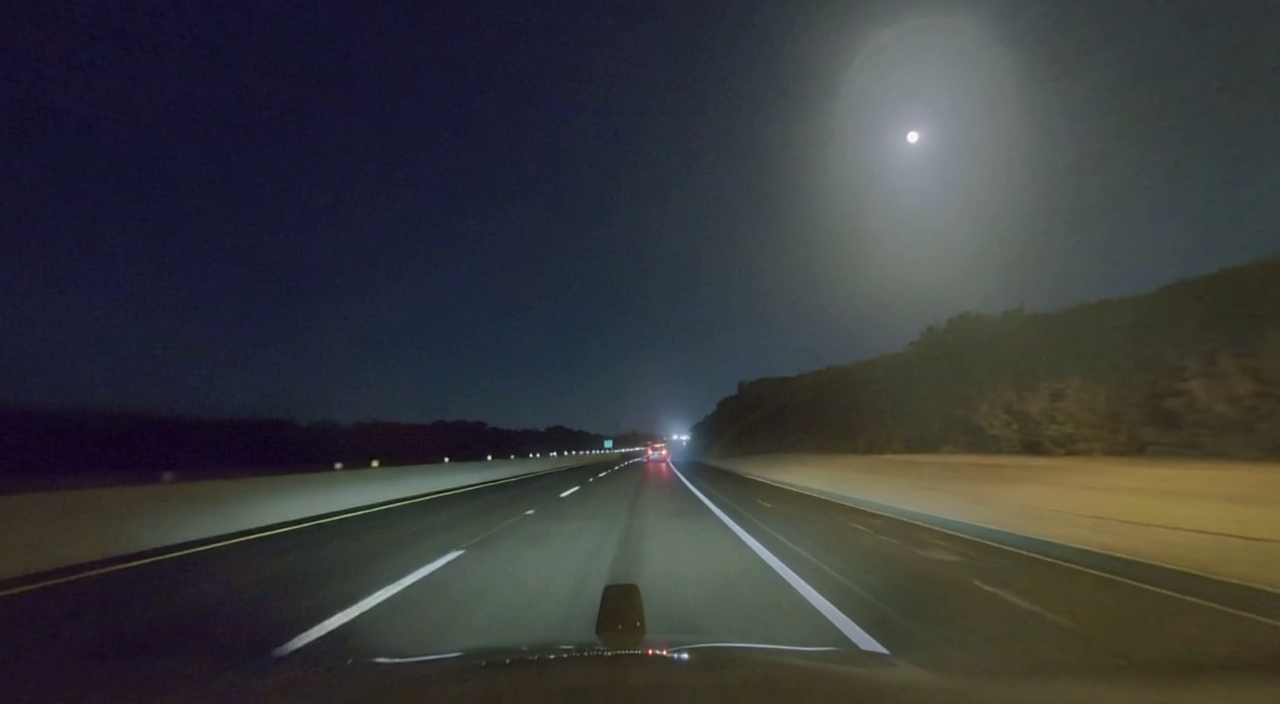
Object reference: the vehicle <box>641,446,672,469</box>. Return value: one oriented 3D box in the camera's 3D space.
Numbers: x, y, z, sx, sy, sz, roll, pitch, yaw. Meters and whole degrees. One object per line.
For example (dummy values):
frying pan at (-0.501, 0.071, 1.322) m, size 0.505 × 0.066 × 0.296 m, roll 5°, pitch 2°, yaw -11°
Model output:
vehicle at (1.272, 7.867, 47.295) m, size 2.221 × 1.603 × 4.149 m, roll -1°, pitch -9°, yaw 2°
